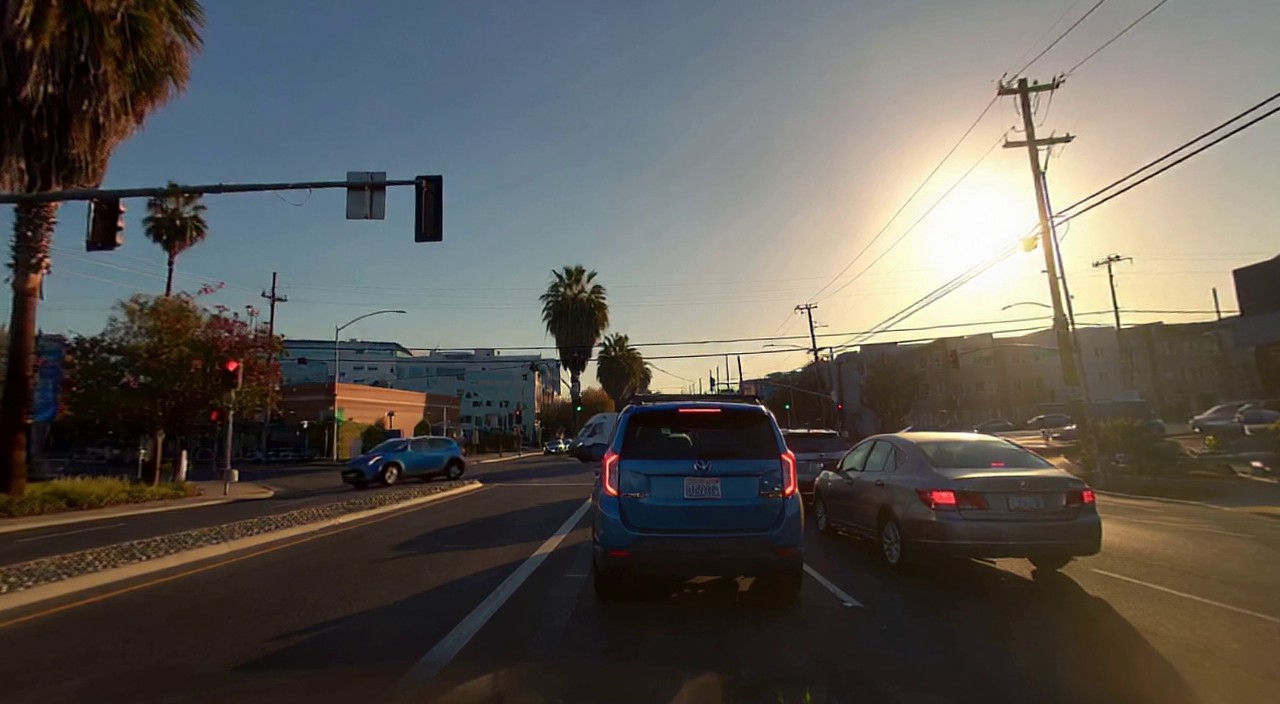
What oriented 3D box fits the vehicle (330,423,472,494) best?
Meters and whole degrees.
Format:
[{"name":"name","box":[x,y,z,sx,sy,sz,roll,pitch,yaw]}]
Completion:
[{"name":"vehicle","box":[-9.955,4.502,27.015,2.230,2.653,5.869,-3,-9,20]}]

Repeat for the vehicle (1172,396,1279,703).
[{"name":"vehicle","box":[3.348,0.652,0.658,1.805,1.485,4.348,0,-9,1]}]

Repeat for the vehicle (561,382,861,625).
[{"name":"vehicle","box":[0.449,1.435,6.888,2.228,1.780,4.269,0,-9,-2]}]

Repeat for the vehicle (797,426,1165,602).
[{"name":"vehicle","box":[3.426,1.689,7.509,1.895,1.456,4.255,0,-9,-2]}]
